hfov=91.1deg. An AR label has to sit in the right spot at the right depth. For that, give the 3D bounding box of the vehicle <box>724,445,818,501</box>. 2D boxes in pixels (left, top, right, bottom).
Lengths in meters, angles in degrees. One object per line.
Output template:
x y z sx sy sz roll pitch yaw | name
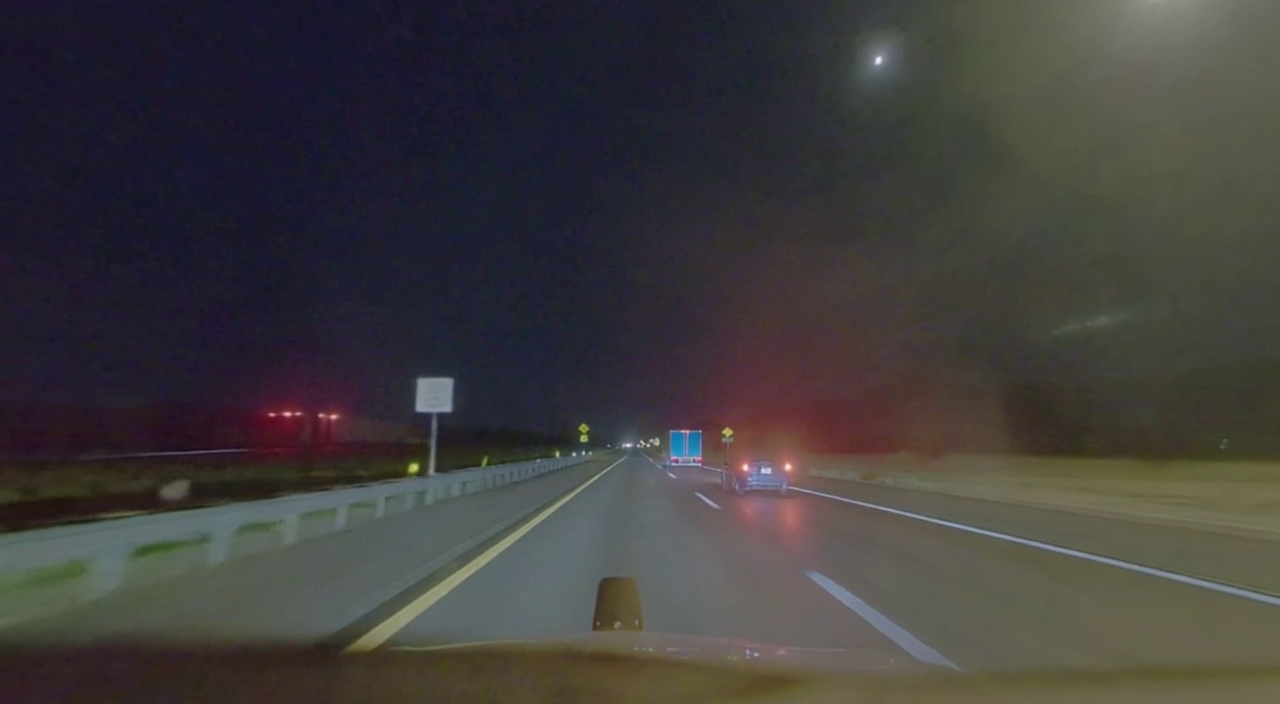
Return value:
3.729 3.488 18.560 1.836 1.459 3.766 0 -9 -2 | vehicle
